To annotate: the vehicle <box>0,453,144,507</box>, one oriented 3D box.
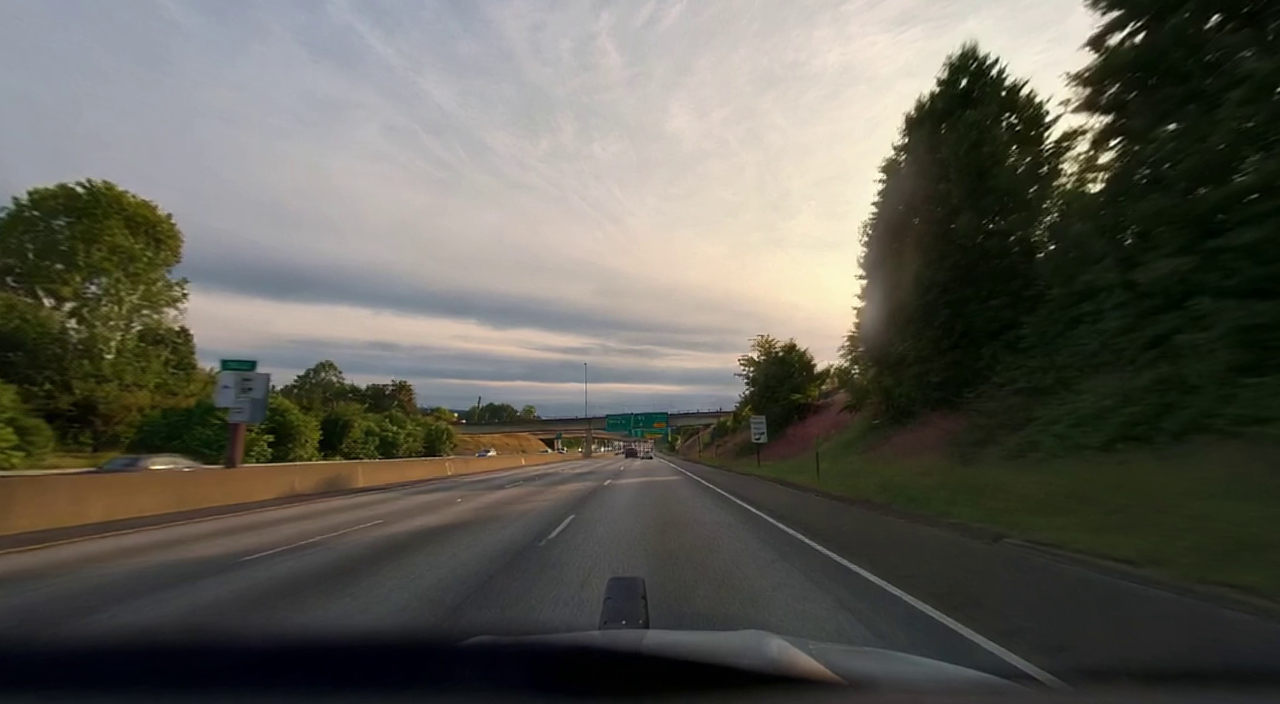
[{"bbox_3d":[-19.080,4.122,20.788,1.866,1.538,4.339,0,-9,0],"label":"vehicle"}]
